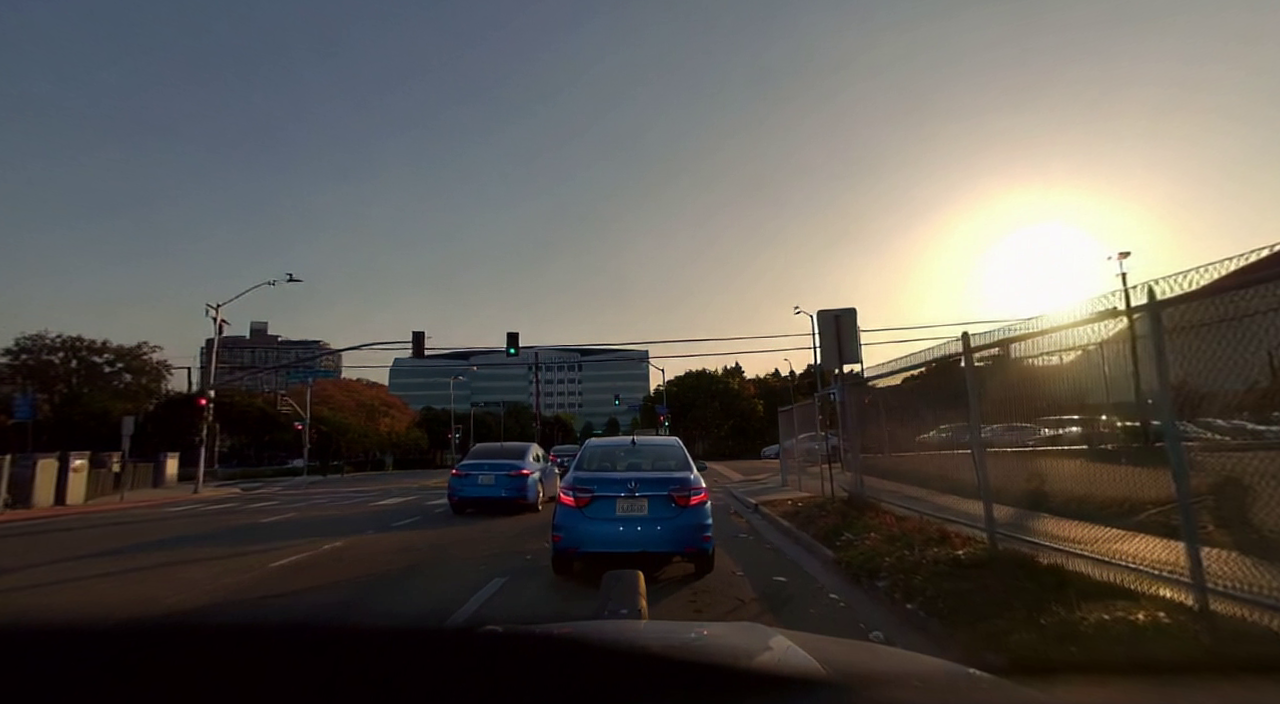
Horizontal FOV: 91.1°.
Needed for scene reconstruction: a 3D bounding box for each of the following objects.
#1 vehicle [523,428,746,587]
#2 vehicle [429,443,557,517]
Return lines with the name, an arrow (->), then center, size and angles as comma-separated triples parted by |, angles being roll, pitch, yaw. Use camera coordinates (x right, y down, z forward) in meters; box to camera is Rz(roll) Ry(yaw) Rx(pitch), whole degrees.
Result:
vehicle -> -0.080, 1.808, 8.157 | 2.144, 1.514, 4.063 | 0, -9, -1
vehicle -> -3.272, 2.946, 15.046 | 1.971, 1.488, 4.581 | 0, -9, 0
